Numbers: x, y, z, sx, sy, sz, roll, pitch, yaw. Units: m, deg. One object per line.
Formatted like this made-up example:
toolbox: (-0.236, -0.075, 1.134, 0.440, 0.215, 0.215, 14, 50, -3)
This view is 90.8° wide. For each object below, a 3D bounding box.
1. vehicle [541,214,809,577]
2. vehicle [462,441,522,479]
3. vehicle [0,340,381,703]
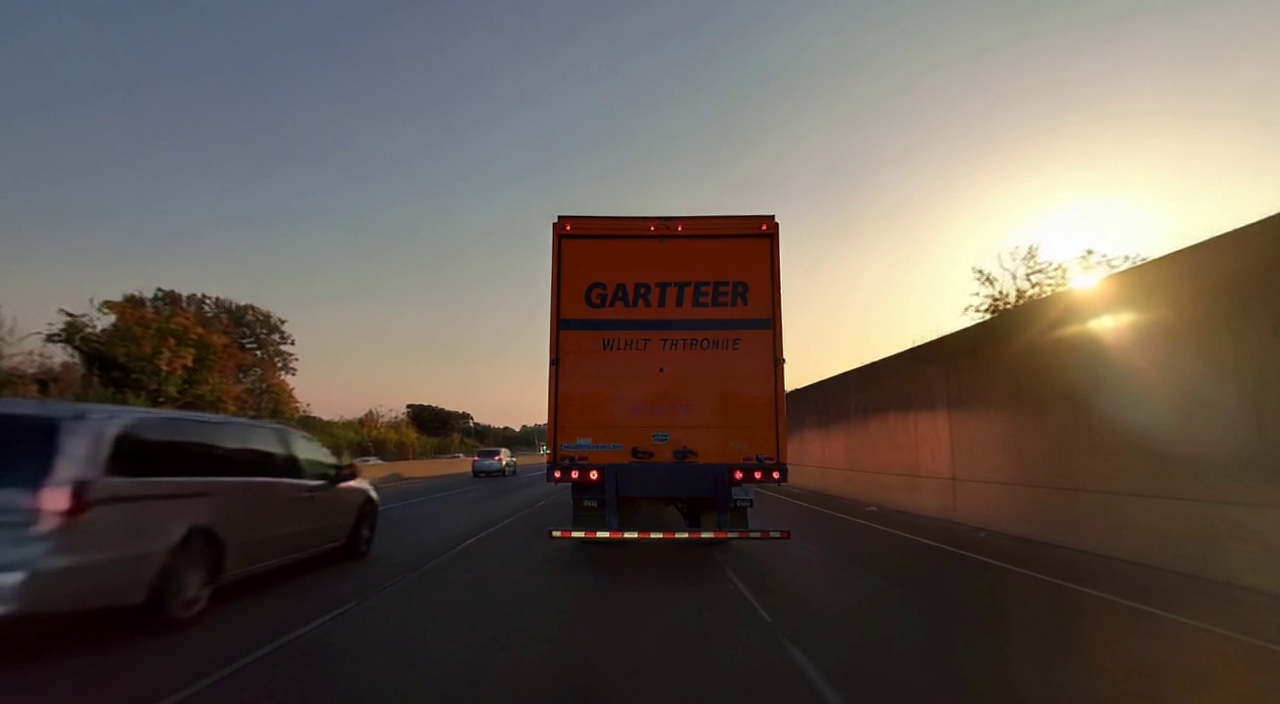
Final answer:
vehicle: (0.484, 1.228, 12.257, 2.853, 4.054, 10.557, 0, -9, 1)
vehicle: (-8.580, 6.329, 37.122, 2.174, 2.059, 5.314, 0, -9, 0)
vehicle: (-4.624, 1.310, 5.884, 2.293, 2.015, 4.915, 0, -9, 0)
